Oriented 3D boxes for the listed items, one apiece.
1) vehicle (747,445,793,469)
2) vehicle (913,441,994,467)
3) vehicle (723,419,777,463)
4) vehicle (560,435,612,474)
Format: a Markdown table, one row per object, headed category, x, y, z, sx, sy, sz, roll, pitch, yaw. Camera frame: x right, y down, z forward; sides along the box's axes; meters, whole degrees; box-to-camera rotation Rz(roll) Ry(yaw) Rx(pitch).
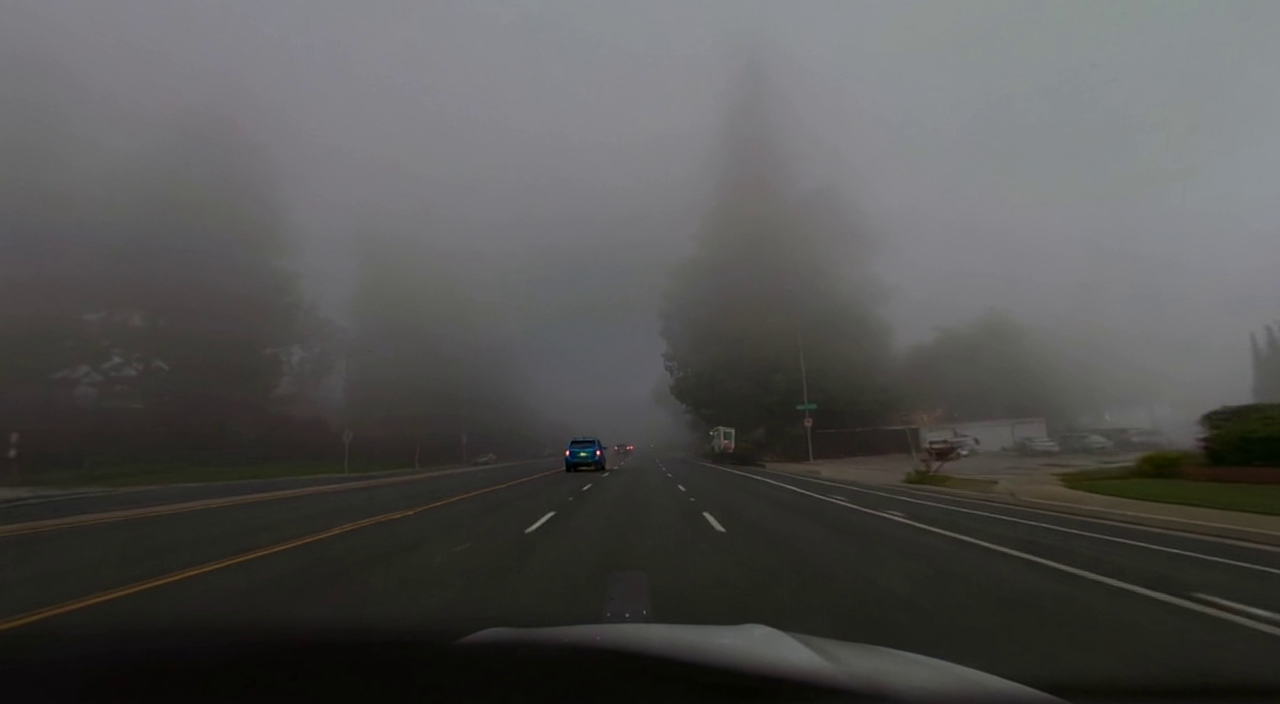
| category | x | y | z | sx | sy | sz | roll | pitch | yaw |
| --- | --- | --- | --- | --- | --- | --- | --- | --- | --- |
| vehicle | 8.257 | 6.724 | 40.520 | 1.976 | 1.445 | 4.909 | 0 | -8 | 0 |
| vehicle | 19.812 | 6.447 | 40.034 | 1.864 | 1.523 | 4.176 | 5 | -10 | -29 |
| vehicle | 8.299 | 6.866 | 48.424 | 3.101 | 3.161 | 6.513 | 0 | -8 | 1 |
| vehicle | -2.682 | 5.233 | 32.469 | 2.179 | 1.851 | 4.756 | 0 | -8 | 1 |
